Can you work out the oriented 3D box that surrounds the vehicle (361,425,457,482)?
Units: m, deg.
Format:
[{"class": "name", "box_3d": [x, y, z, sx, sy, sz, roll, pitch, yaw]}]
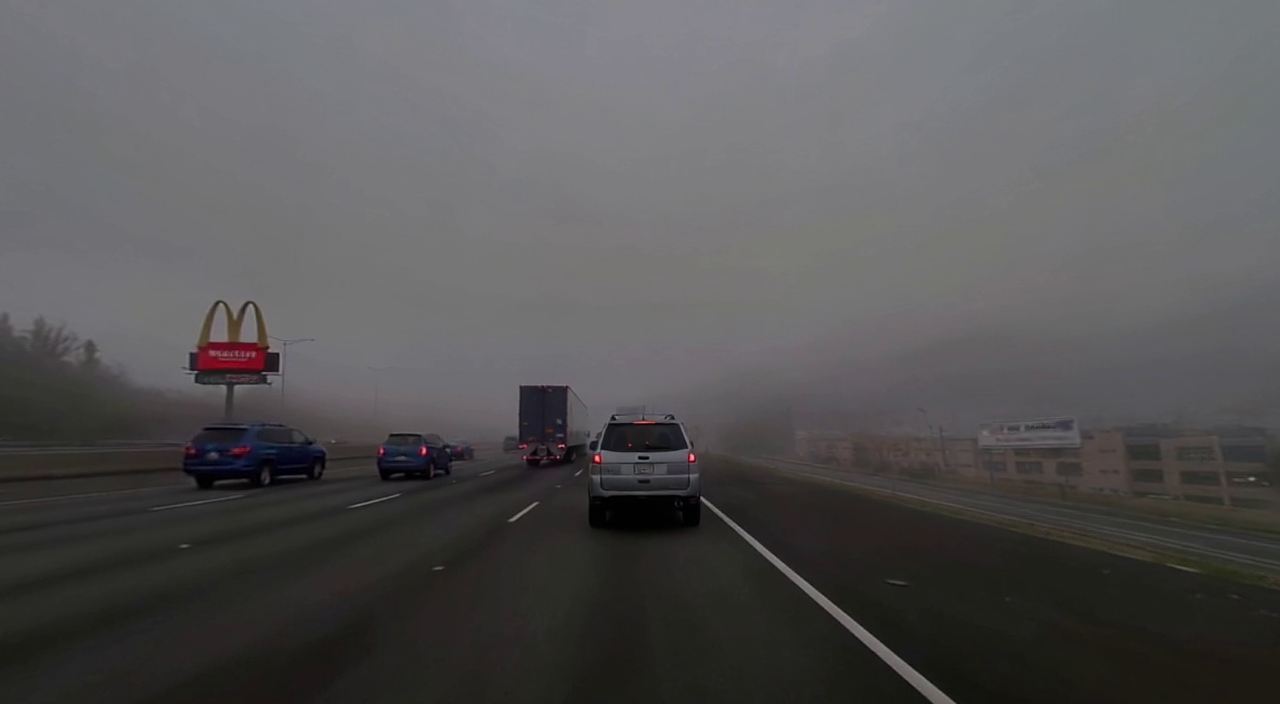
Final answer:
[{"class": "vehicle", "box_3d": [-7.828, 3.488, 21.827, 1.854, 1.740, 4.151, 0, -9, -2]}]

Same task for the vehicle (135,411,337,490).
[{"class": "vehicle", "box_3d": [-11.698, 2.951, 19.032, 2.240, 1.995, 5.854, 0, -9, -1]}]

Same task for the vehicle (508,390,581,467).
[{"class": "vehicle", "box_3d": [-4.772, 4.132, 33.209, 2.814, 3.513, 8.529, 0, -9, -2]}]

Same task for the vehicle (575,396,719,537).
[{"class": "vehicle", "box_3d": [0.044, 1.859, 10.662, 1.947, 1.910, 4.040, 0, -9, -1]}]
